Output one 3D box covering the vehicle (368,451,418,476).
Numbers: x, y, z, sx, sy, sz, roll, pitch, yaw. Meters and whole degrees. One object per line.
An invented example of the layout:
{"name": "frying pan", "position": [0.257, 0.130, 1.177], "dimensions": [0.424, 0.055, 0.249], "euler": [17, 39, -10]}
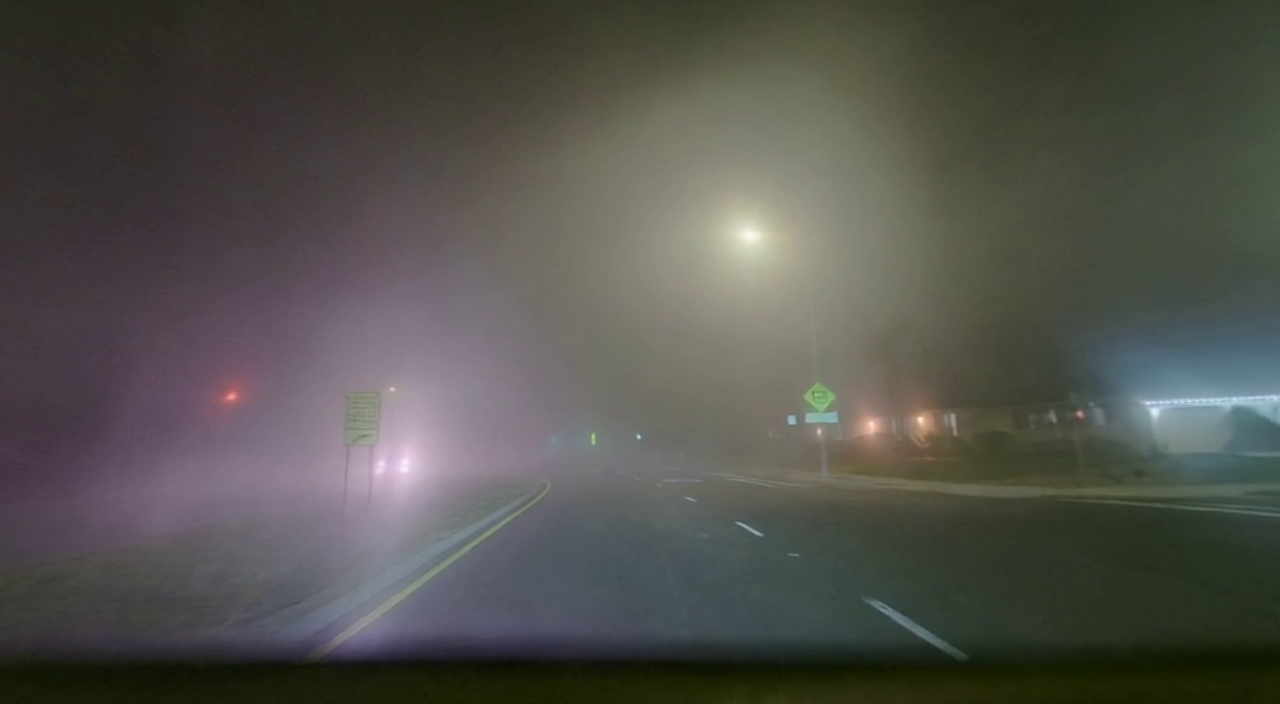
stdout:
{"name": "vehicle", "position": [-15.801, 7.117, 40.523], "dimensions": [1.965, 1.492, 4.498], "euler": [1, -9, -8]}
